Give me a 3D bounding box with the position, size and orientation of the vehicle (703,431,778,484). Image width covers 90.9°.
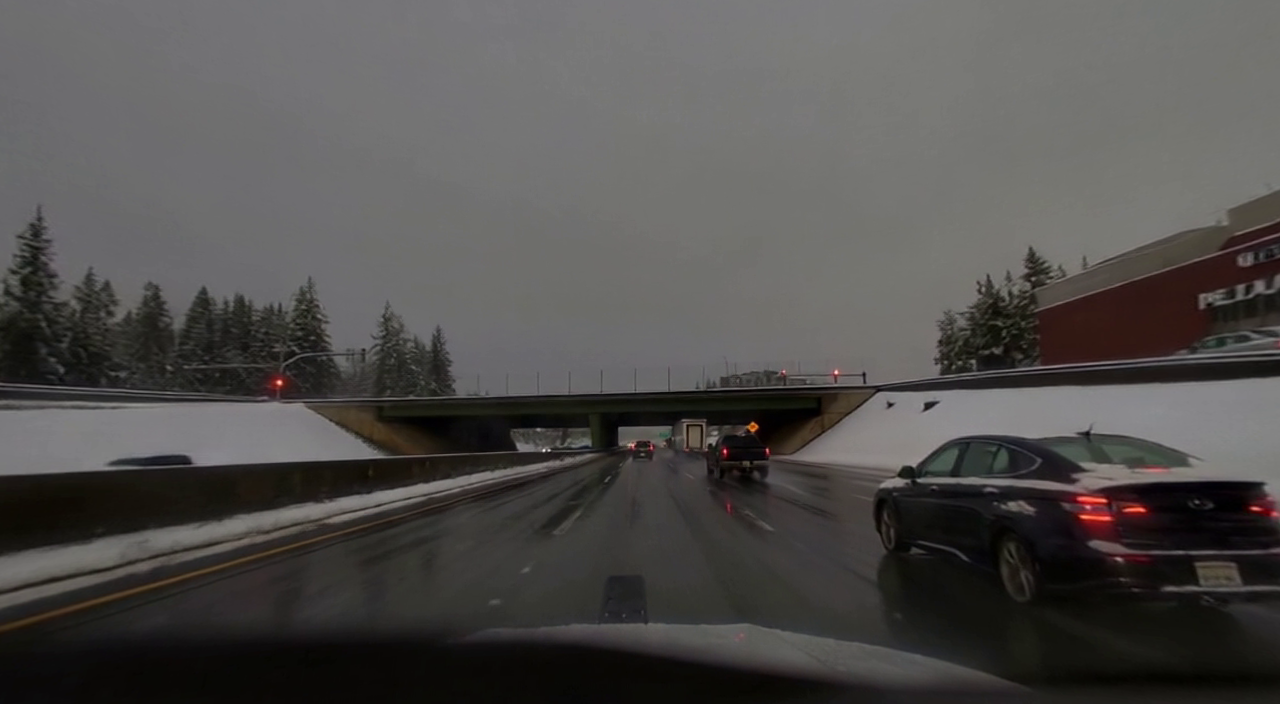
[{"bbox_3d":[3.829,4.124,24.950,2.086,1.858,4.737,0,-8,-1],"label":"vehicle"}]

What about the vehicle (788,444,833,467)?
[{"bbox_3d":[11.699,7.110,43.544,1.926,1.451,3.936,0,-8,0],"label":"vehicle"}]

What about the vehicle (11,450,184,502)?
[{"bbox_3d":[-22.800,5.183,26.969,2.242,1.896,5.776,0,-8,1],"label":"vehicle"}]

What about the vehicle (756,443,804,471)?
[{"bbox_3d":[7.665,5.771,34.839,1.828,1.472,3.805,0,-8,0],"label":"vehicle"}]

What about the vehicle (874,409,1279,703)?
[{"bbox_3d":[3.606,1.308,4.874,1.902,1.481,4.451,0,-8,0],"label":"vehicle"}]
